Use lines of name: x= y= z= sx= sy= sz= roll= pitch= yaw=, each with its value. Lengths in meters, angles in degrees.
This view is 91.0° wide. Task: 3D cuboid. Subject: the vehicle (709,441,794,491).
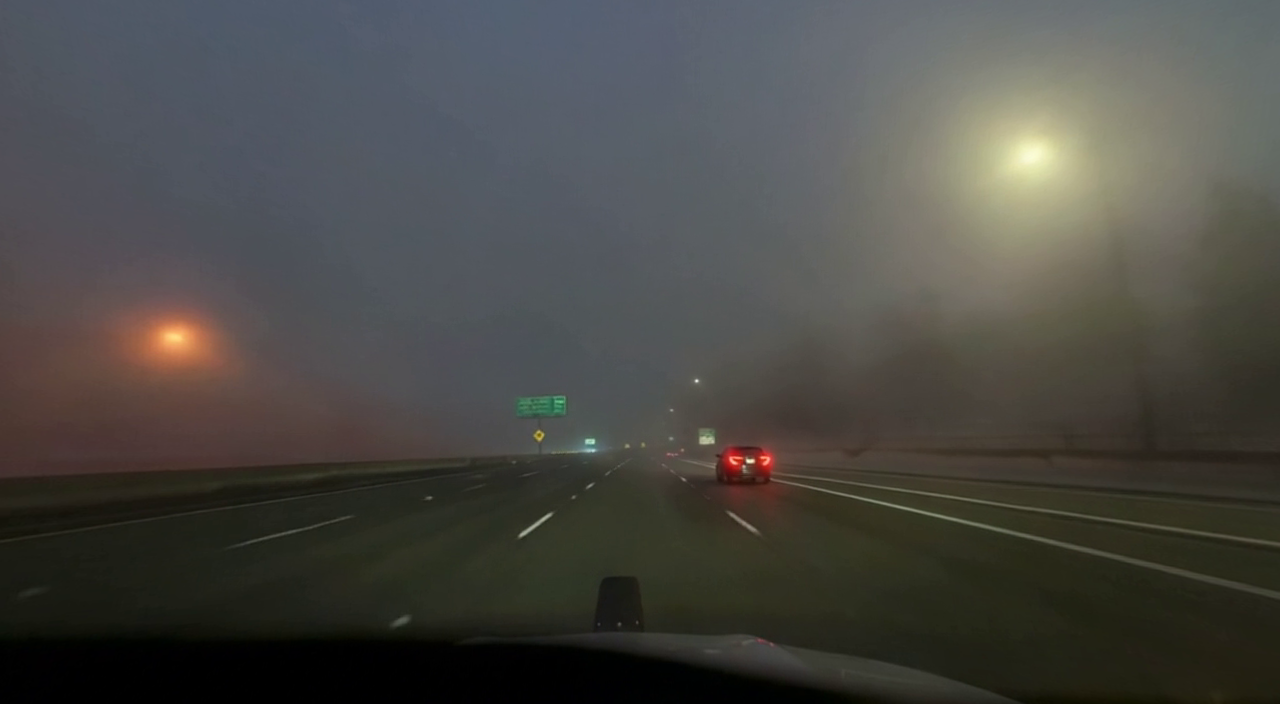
vehicle: x=3.645 y=3.830 z=21.456 sx=2.033 sy=1.501 sz=4.398 roll=0 pitch=-9 yaw=-1
